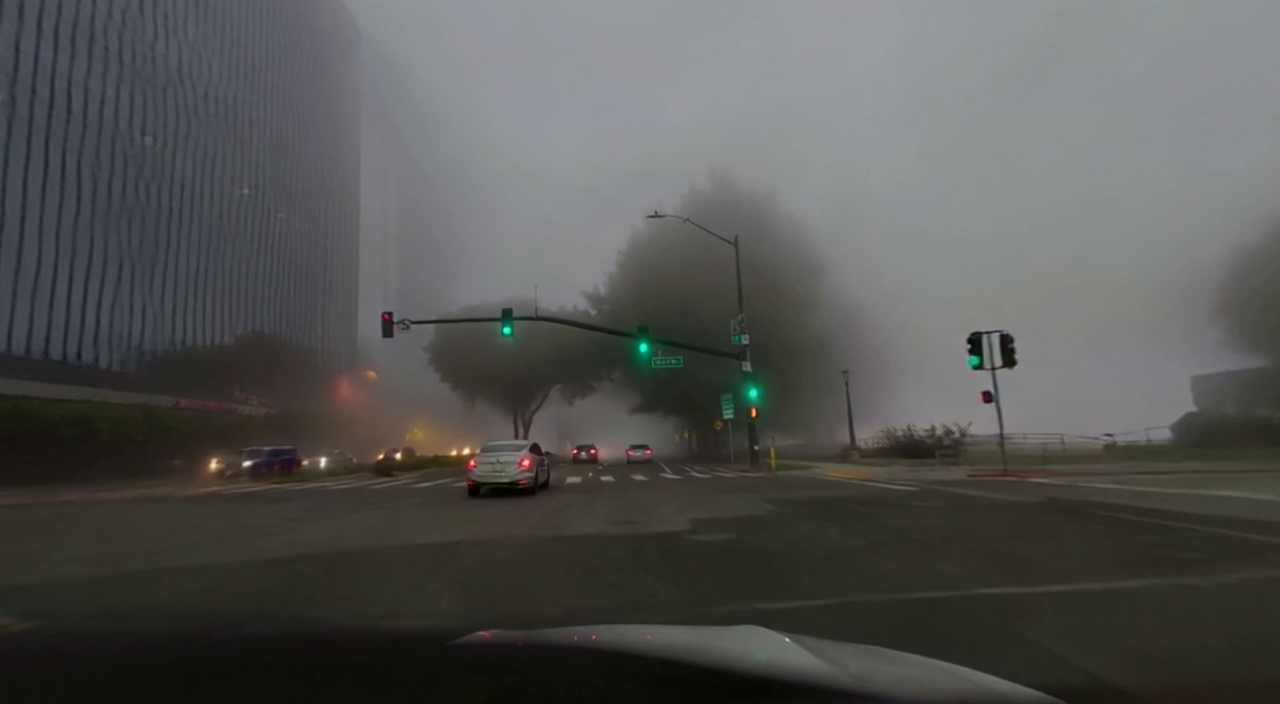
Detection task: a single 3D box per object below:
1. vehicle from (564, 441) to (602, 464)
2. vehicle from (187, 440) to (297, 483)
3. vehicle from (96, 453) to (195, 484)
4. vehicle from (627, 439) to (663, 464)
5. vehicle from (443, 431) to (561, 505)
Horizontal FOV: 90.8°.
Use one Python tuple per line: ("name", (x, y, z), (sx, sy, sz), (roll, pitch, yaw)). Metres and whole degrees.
("vehicle", (-3.692, 6.579, 41.714), (2.088, 1.430, 4.482), (0, -8, 0))
("vehicle", (-17.255, 4.742, 27.693), (1.926, 1.711, 4.516), (0, -8, -1))
("vehicle", (-26.745, 6.301, 34.403), (1.853, 1.467, 4.380), (0, -8, 0))
("vehicle", (0.300, 6.123, 39.126), (2.102, 1.482, 4.125), (0, -8, 0))
("vehicle", (-3.180, 2.737, 15.378), (1.983, 1.545, 3.773), (0, -8, 0))
